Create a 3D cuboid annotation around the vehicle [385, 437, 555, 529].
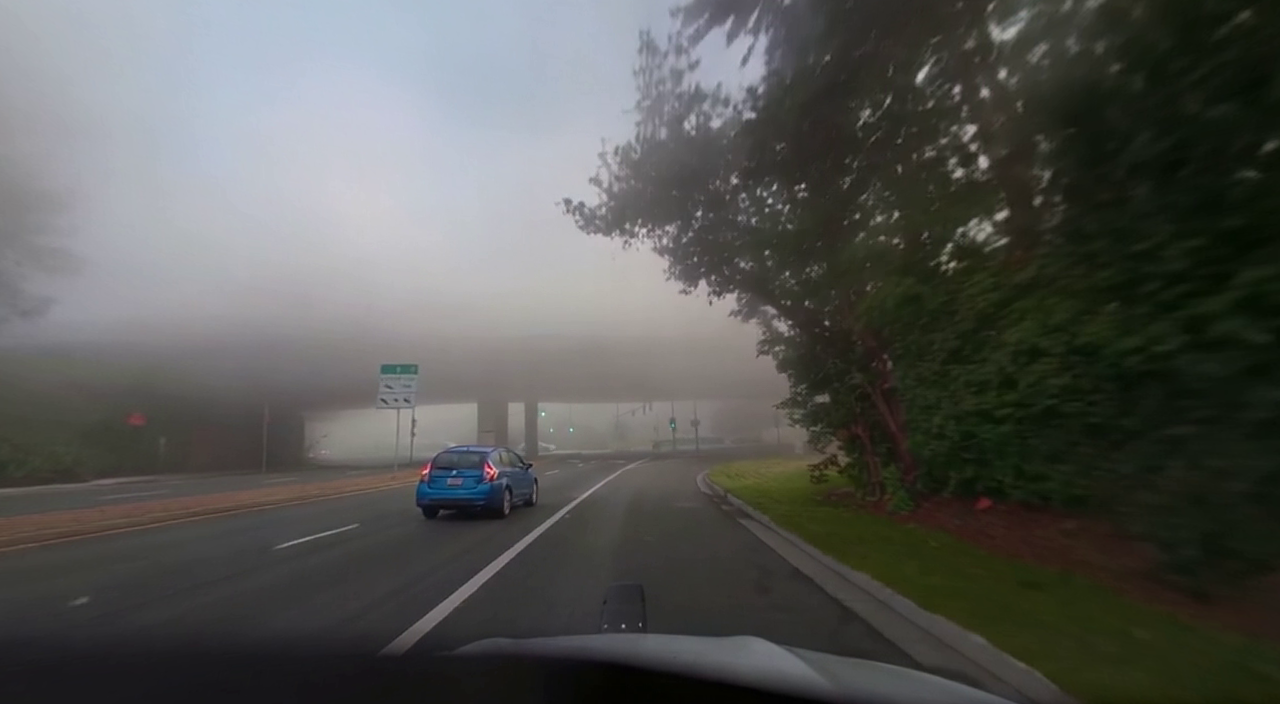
[{"bbox_3d":[-3.078,2.499,12.593,1.963,1.460,4.614,-1,-9,2],"label":"vehicle"}]
